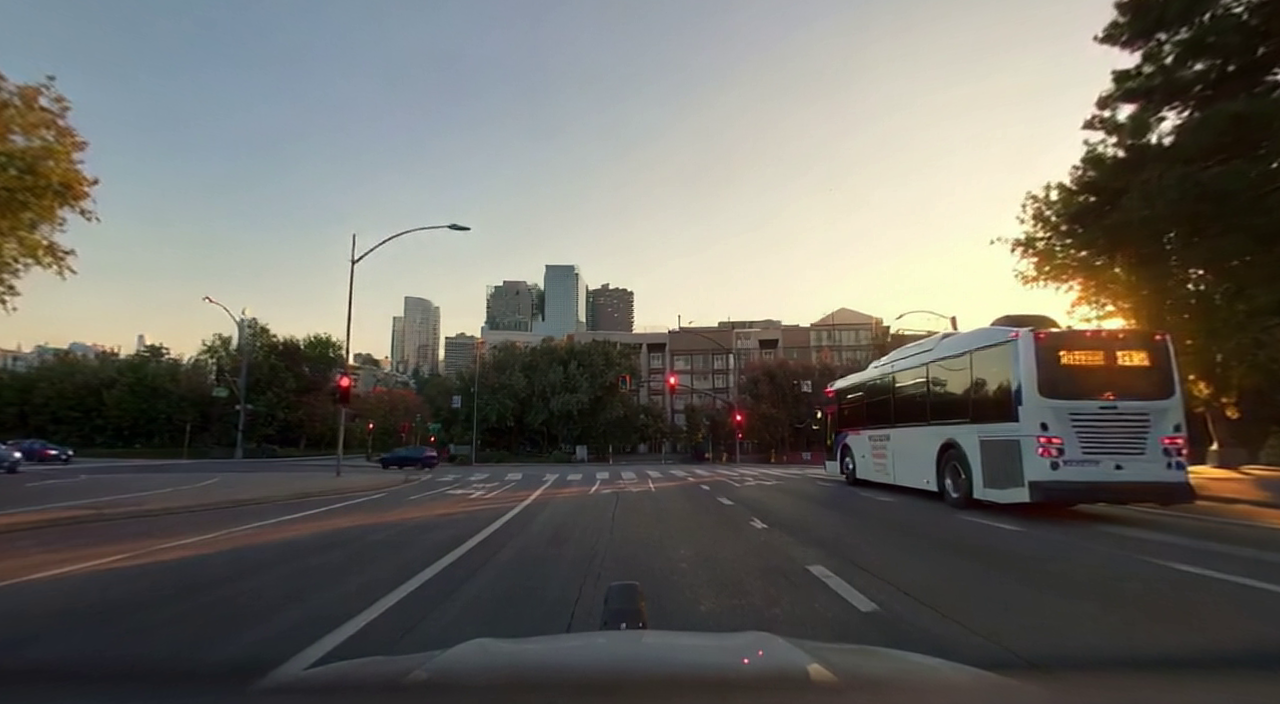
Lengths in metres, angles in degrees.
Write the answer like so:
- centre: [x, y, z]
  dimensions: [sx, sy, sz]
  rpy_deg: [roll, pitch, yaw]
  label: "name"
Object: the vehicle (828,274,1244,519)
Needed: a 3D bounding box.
- centre: [8.361, 1.677, 16.971]
  dimensions: [2.916, 4.009, 13.397]
  rpy_deg: [0, -9, 2]
  label: "vehicle"
